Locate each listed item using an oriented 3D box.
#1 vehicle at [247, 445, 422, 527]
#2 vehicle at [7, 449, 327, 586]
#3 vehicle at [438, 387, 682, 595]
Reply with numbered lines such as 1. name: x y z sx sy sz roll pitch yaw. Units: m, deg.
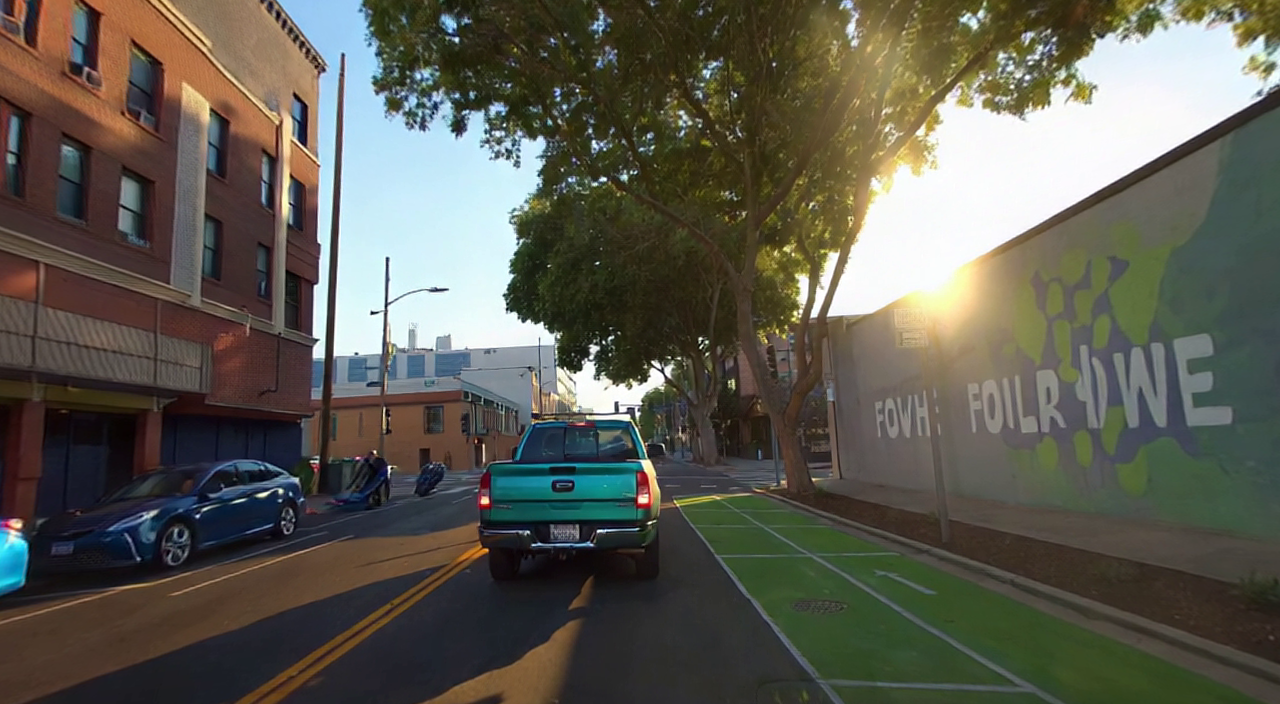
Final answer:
1. vehicle: -7.400 3.234 16.054 1.884 1.730 5.076 0 -8 0
2. vehicle: -7.161 2.457 10.372 1.882 1.686 4.489 0 -8 -2
3. vehicle: -0.704 1.602 8.137 2.215 1.882 4.611 0 -8 1
